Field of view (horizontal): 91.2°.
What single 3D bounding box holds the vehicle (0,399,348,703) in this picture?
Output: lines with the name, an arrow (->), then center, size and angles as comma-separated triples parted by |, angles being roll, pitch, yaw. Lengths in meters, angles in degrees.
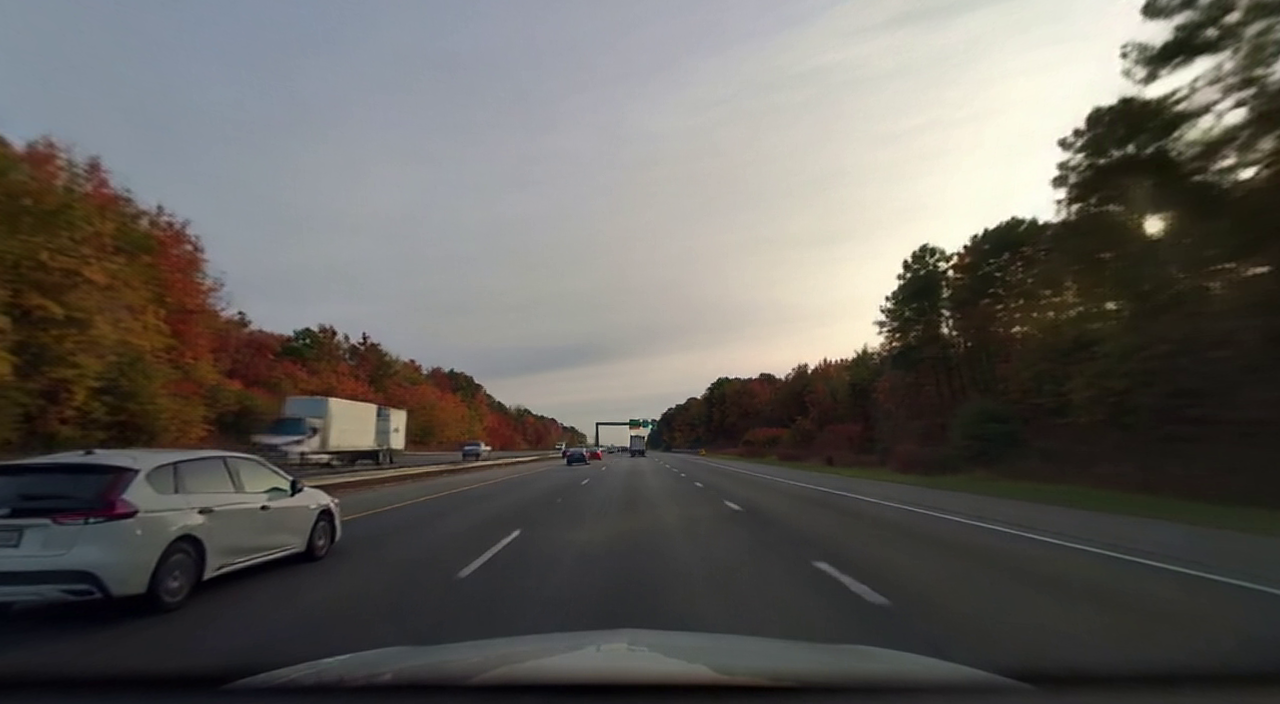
vehicle -> -4.275, 1.273, 4.854 | 2.071, 1.525, 4.058 | 0, -9, 0

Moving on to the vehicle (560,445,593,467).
vehicle -> -4.426, 7.348, 44.401 | 1.963, 1.475, 3.665 | 0, -9, 0

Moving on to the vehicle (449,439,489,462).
vehicle -> -13.266, 7.691, 48.911 | 1.946, 1.640, 4.360 | 0, -9, 0
